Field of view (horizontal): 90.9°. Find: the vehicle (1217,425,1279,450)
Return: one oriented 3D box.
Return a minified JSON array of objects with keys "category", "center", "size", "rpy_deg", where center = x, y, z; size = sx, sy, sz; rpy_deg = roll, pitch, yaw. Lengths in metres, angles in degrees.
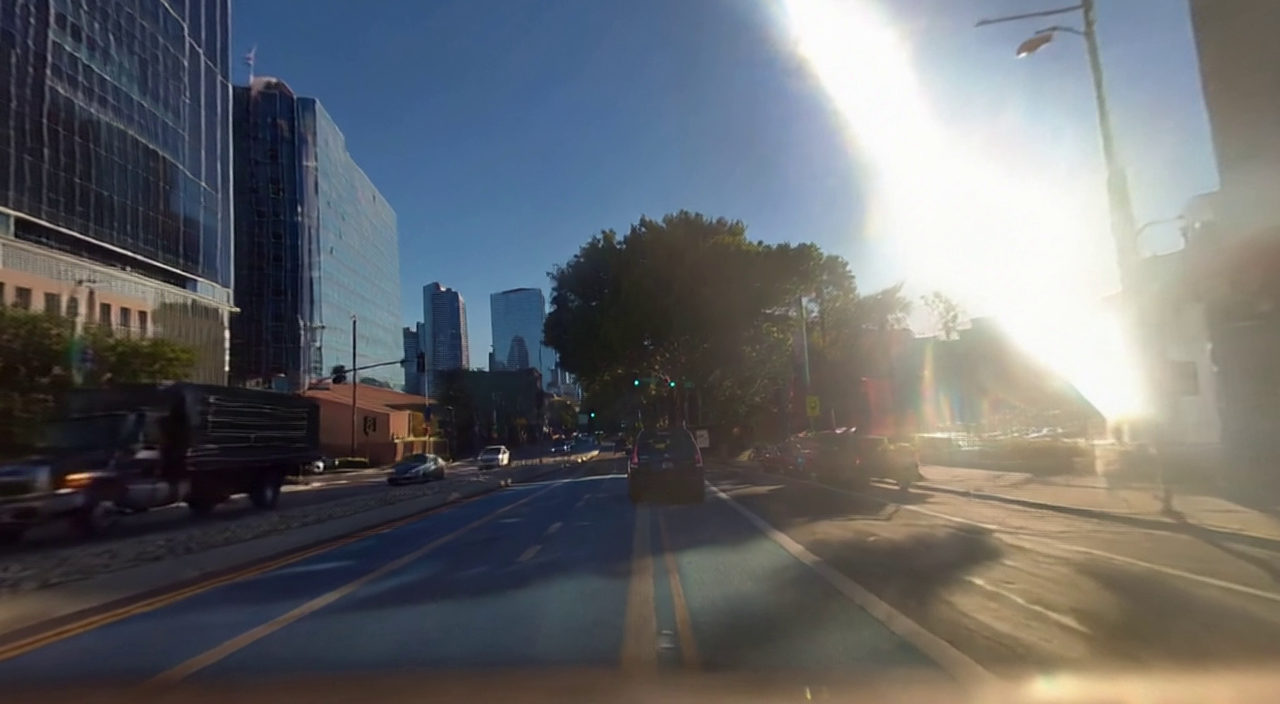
[{"category":"vehicle","center":[43.946,6.095,44.657],"size":[3.934,1.710,2.114],"rpy_deg":[-1,-9,4]}]

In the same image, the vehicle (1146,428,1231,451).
[{"category":"vehicle","center":[38.859,6.220,44.764],"size":[4.286,1.625,1.809],"rpy_deg":[0,-8,0]}]

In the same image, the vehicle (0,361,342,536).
[{"category":"vehicle","center":[-13.542,2.953,19.514],"size":[3.101,3.878,10.902],"rpy_deg":[0,-9,1]}]

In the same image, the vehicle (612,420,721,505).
[{"category":"vehicle","center":[0.515,2.649,15.461],"size":[2.283,1.773,4.255],"rpy_deg":[0,-9,-1]}]

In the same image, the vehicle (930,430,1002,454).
[{"category":"vehicle","center":[23.207,6.412,44.990],"size":[3.973,1.623,2.024],"rpy_deg":[-1,-9,0]}]

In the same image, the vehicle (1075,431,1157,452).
[{"category":"vehicle","center":[33.705,6.361,44.742],"size":[4.275,1.487,1.781],"rpy_deg":[0,-9,1]}]

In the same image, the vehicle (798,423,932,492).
[{"category":"vehicle","center":[6.660,3.214,19.408],"size":[2.205,1.823,5.078],"rpy_deg":[0,-9,0]}]

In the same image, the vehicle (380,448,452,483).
[{"category":"vehicle","center":[-10.688,5.426,30.447],"size":[2.019,1.547,4.315],"rpy_deg":[0,-9,-2]}]

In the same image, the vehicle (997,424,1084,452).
[{"category":"vehicle","center":[28.435,6.157,44.903],"size":[4.655,1.852,2.161],"rpy_deg":[-1,-10,-2]}]
